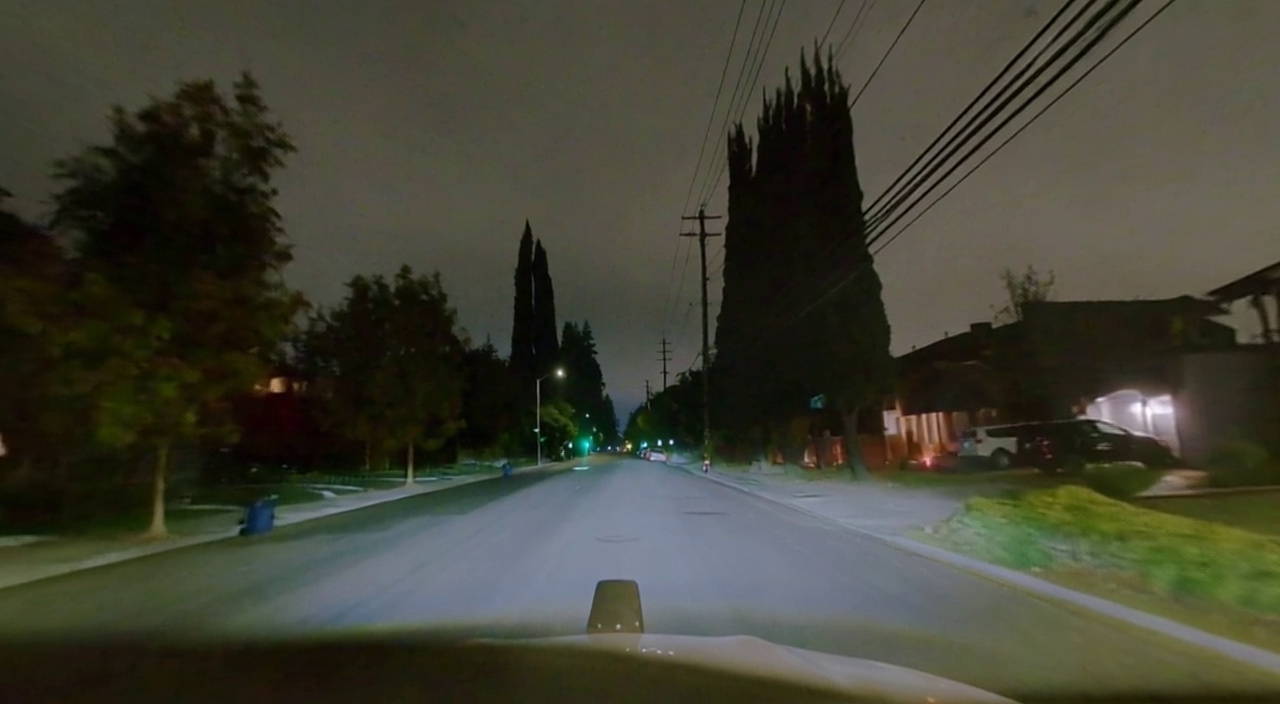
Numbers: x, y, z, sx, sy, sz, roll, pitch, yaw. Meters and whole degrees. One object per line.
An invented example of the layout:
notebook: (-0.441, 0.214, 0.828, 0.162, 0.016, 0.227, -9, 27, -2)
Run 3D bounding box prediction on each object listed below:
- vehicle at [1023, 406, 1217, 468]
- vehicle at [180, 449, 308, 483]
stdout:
vehicle: (15.193, 2.736, 20.182, 4.562, 1.832, 1.987, 1, -9, -3)
vehicle: (-17.919, 5.138, 28.727, 4.519, 1.426, 1.903, 9, -12, -43)
